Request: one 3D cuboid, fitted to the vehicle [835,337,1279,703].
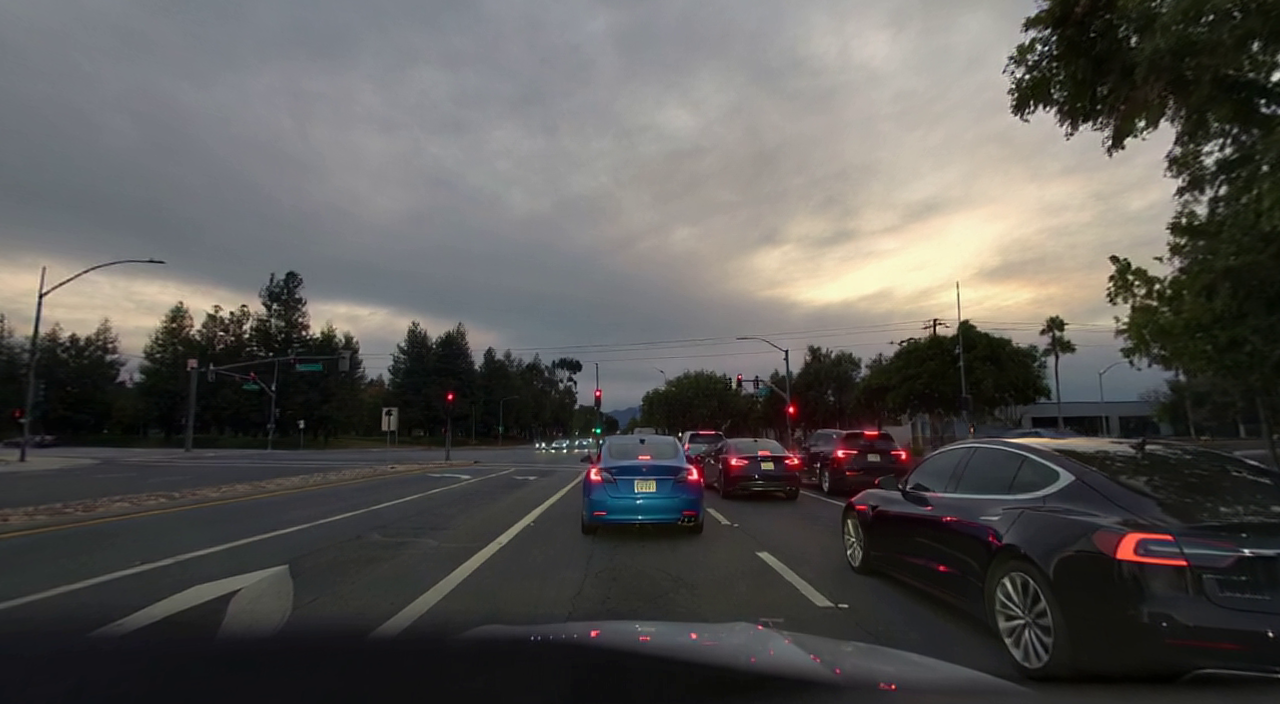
[{"bbox_3d":[3.181,1.105,4.309,2.167,1.676,4.443,0,-8,-1],"label":"vehicle"}]

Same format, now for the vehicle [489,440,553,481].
[{"bbox_3d":[-4.634,4.281,25.251,1.972,1.457,4.171,0,-8,-4],"label":"vehicle"}]

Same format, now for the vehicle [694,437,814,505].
[{"bbox_3d":[2.692,2.927,16.035,2.058,1.466,4.208,0,-8,-3],"label":"vehicle"}]

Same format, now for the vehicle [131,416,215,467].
[{"bbox_3d":[-29.263,5.626,39.708,2.608,2.990,3.026,2,-8,2],"label":"vehicle"}]

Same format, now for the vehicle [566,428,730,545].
[{"bbox_3d":[0.026,2.079,10.470,2.147,1.499,4.240,0,-8,-2],"label":"vehicle"}]
